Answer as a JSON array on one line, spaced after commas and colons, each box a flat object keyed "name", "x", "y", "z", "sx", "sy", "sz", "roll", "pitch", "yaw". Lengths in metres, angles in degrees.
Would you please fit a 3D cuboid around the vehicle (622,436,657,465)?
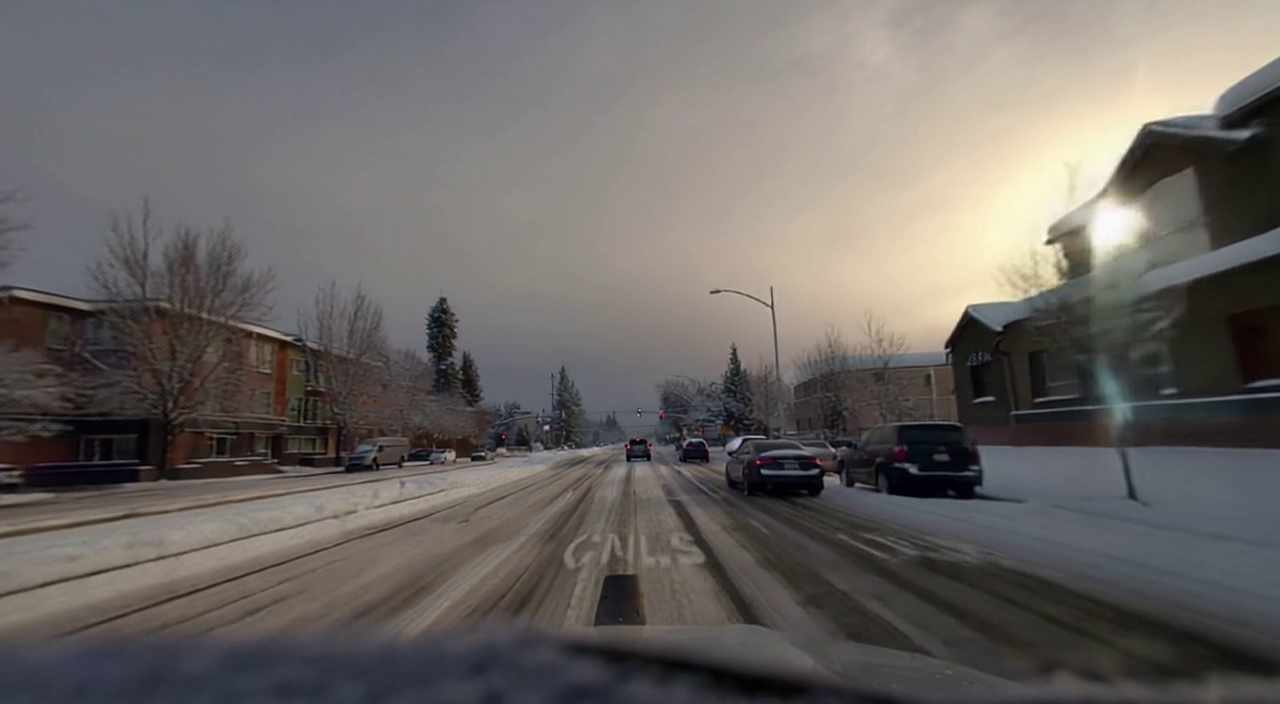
[{"name": "vehicle", "x": -0.039, "y": 6.709, "z": 43.157, "sx": 2.239, "sy": 1.856, "sz": 4.815, "roll": 0, "pitch": -9, "yaw": 0}]

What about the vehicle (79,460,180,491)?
[{"name": "vehicle", "x": -30.581, "y": 7.410, "z": 37.776, "sx": 4.370, "sy": 1.725, "sz": 2.052, "roll": -1, "pitch": -9, "yaw": 5}]

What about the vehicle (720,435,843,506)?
[{"name": "vehicle", "x": 3.359, "y": 2.910, "z": 15.916, "sx": 1.977, "sy": 1.498, "sz": 4.521, "roll": 0, "pitch": -9, "yaw": -1}]

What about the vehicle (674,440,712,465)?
[{"name": "vehicle", "x": 3.488, "y": 6.687, "z": 42.099, "sx": 2.178, "sy": 1.546, "sz": 4.311, "roll": 0, "pitch": -9, "yaw": 0}]

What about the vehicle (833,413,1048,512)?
[{"name": "vehicle", "x": 6.842, "y": 2.624, "z": 15.418, "sx": 2.378, "sy": 1.946, "sz": 5.826, "roll": 0, "pitch": -9, "yaw": 0}]
